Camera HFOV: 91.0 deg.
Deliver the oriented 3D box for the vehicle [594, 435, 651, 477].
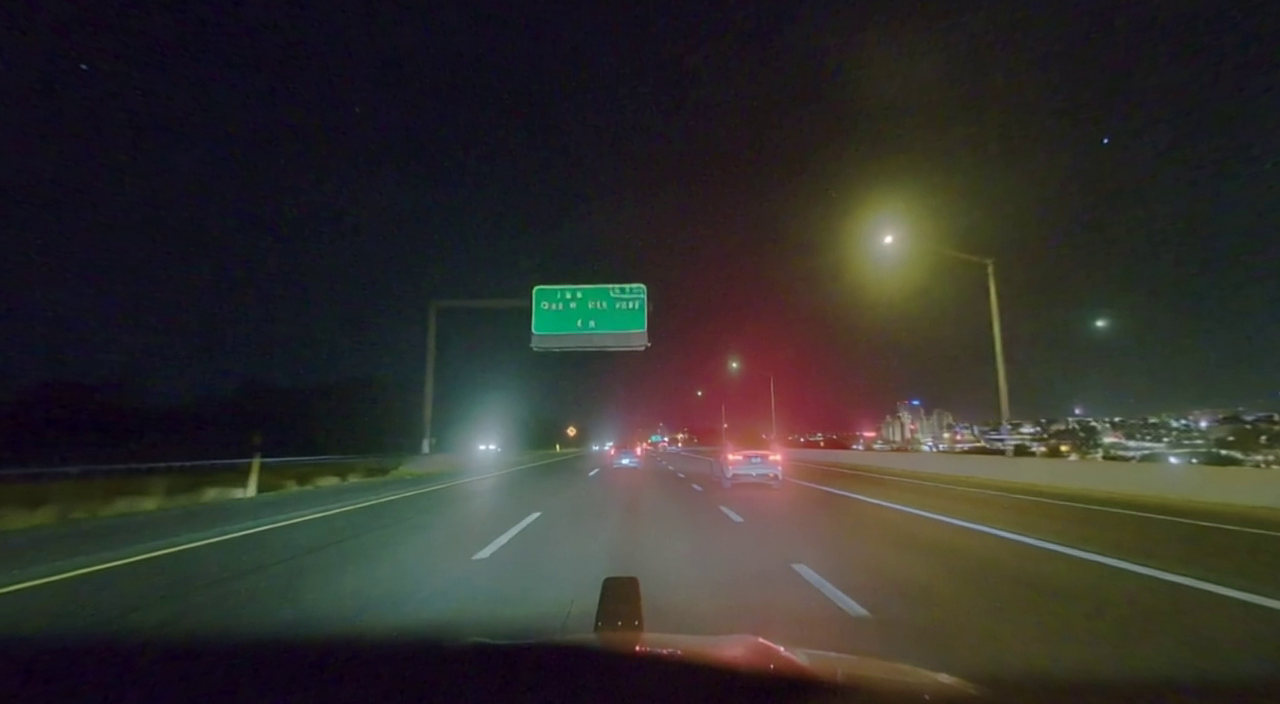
[{"bbox_3d":[-0.692,4.252,26.031,2.147,1.576,3.964,0,-8,-1],"label":"vehicle"}]
